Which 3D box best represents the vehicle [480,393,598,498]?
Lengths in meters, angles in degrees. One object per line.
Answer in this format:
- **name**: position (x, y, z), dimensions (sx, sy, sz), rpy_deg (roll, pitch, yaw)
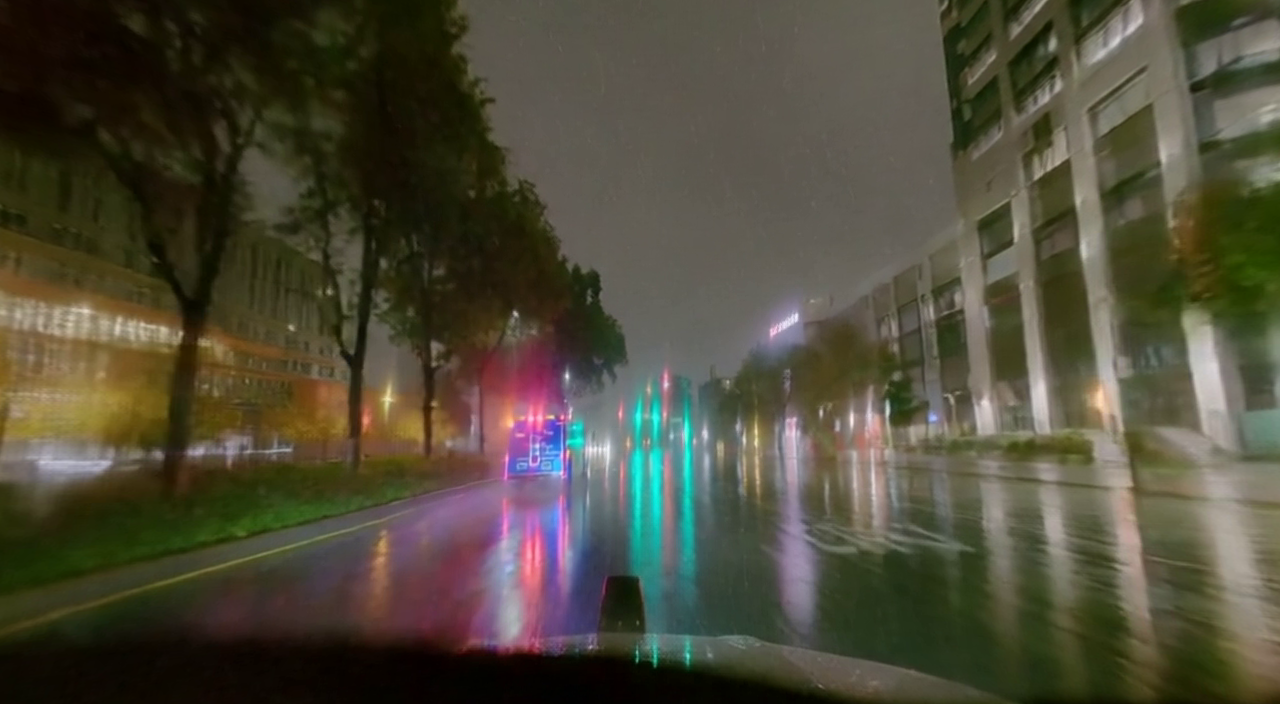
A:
- **vehicle**: position (-2.914, 2.945, 19.977), dimensions (2.633, 2.787, 5.796), rpy_deg (-1, -8, 1)
